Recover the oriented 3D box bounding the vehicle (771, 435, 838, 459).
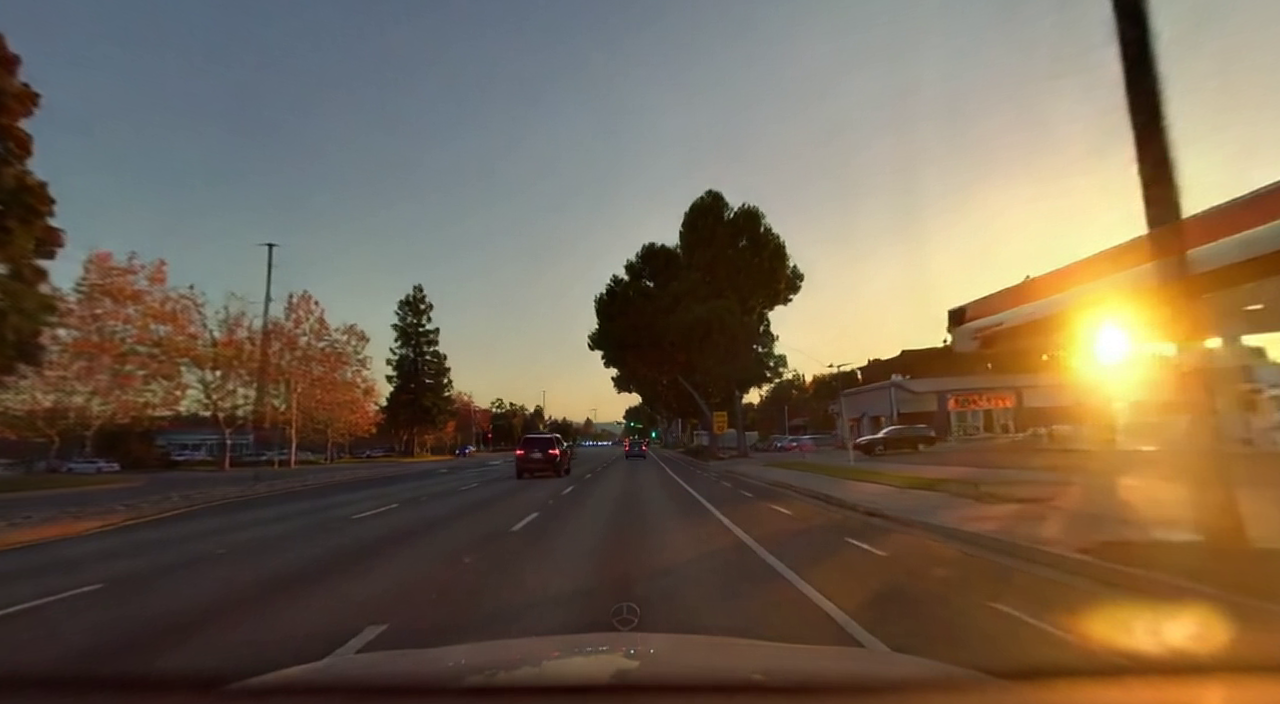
[{"bbox_3d":[12.875,7.439,49.711,4.612,1.491,2.061,-4,-8,2],"label":"vehicle"}]

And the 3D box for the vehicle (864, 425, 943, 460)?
[{"bbox_3d":[14.373,5.009,34.854,2.041,1.793,5.054,0,-9,-1],"label":"vehicle"}]

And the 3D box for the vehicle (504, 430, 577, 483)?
[{"bbox_3d":[-3.566,3.849,23.550,1.985,1.772,4.479,0,-8,0],"label":"vehicle"}]
